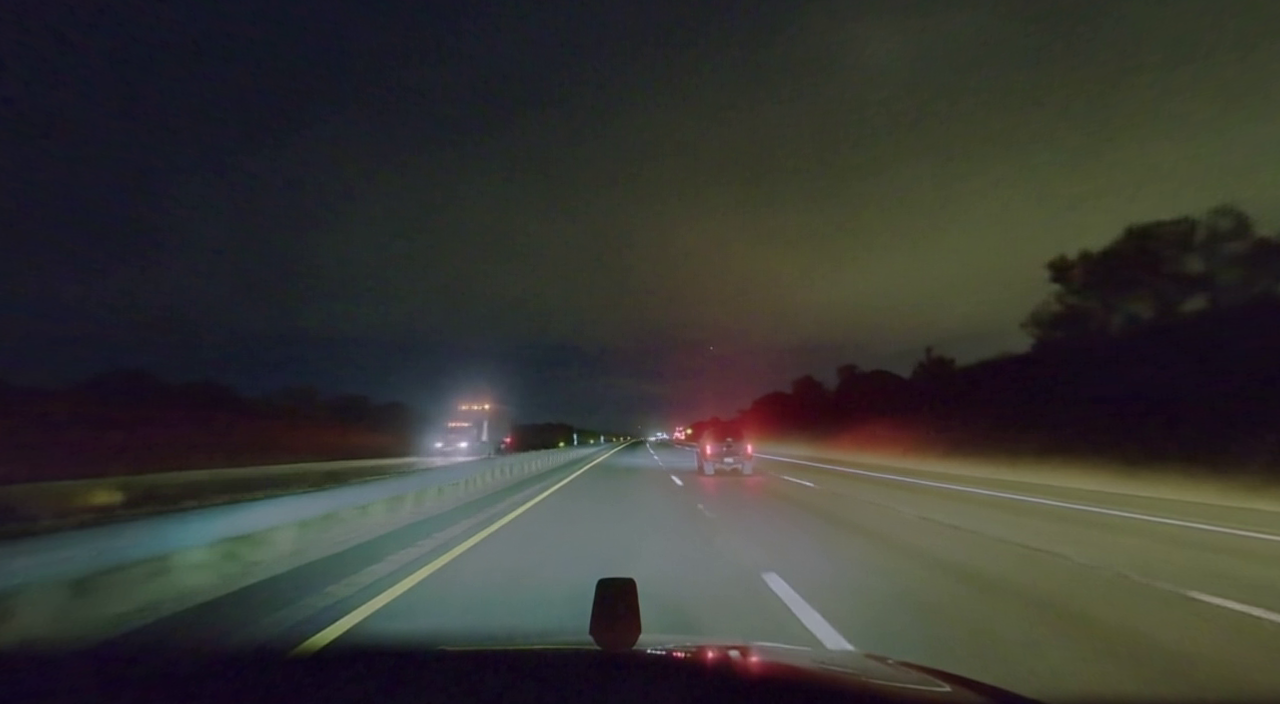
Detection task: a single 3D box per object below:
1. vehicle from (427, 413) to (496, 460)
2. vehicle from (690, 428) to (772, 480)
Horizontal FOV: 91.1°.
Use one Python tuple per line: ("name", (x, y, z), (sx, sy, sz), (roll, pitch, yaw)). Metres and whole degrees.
("vehicle", (-12.276, 5.912, 43.904), (2.724, 2.955, 6.969), (0, -8, 1))
("vehicle", (2.969, 3.413, 21.455), (2.084, 1.583, 4.420), (0, -8, -1))
